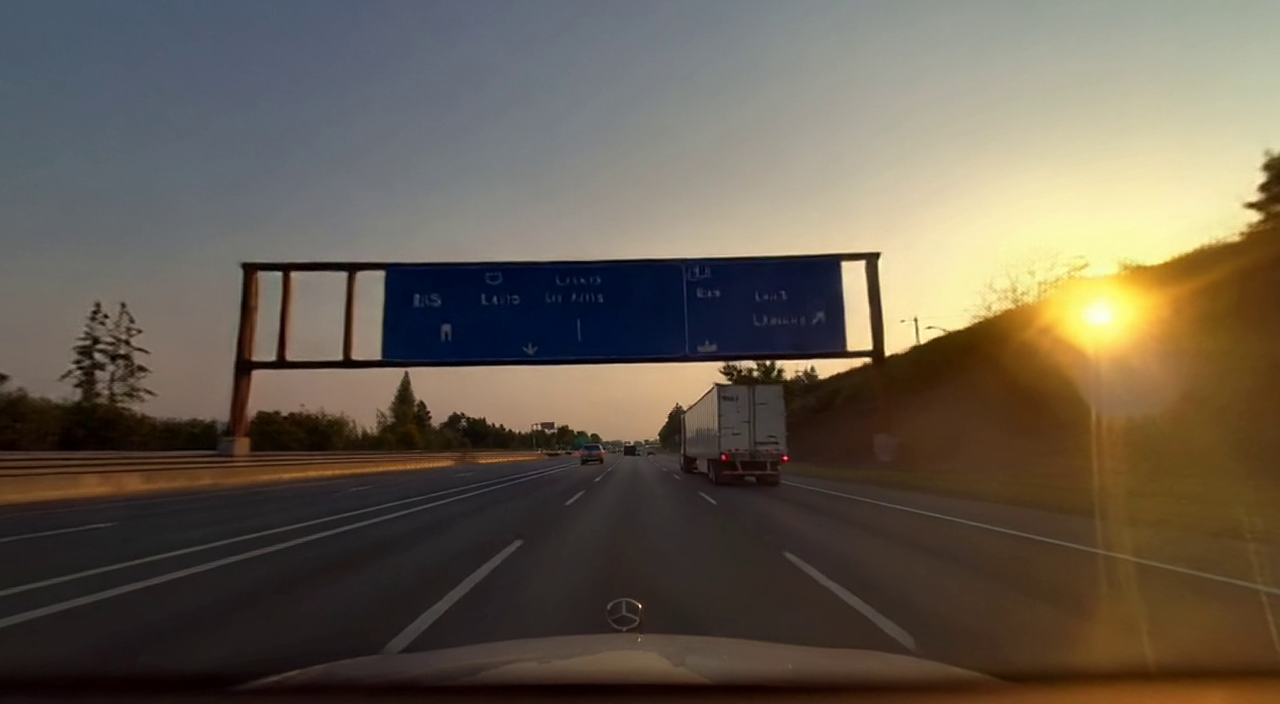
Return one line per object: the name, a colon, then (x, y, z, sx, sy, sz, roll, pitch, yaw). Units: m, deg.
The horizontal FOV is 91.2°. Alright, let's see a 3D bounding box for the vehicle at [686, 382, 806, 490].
vehicle: (3.916, 3.685, 26.587, 2.823, 3.509, 12.118, 0, -9, -1)
